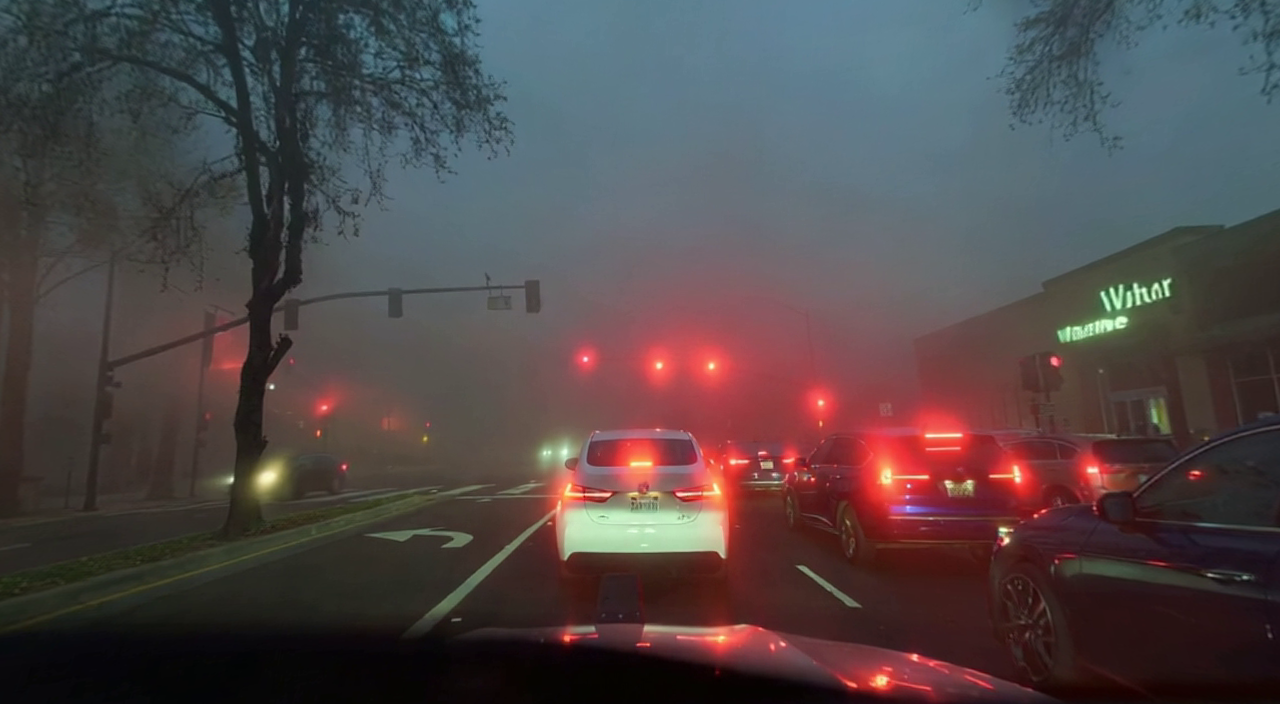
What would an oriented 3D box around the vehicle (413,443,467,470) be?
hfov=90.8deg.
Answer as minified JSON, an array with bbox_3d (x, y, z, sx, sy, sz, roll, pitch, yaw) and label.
[{"bbox_3d":[-15.086,7.891,48.049,2.395,1.903,4.860,-1,-9,1],"label":"vehicle"}]

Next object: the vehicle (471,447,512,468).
[{"bbox_3d":[-11.276,8.002,48.245,2.099,1.478,4.411,0,-9,0],"label":"vehicle"}]

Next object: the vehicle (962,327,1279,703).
[{"bbox_3d":[2.984,0.704,1.557,2.075,1.661,4.401,0,-9,1],"label":"vehicle"}]

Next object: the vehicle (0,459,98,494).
[{"bbox_3d":[-27.222,5.497,28.067,4.285,1.427,1.883,3,-9,-23],"label":"vehicle"}]

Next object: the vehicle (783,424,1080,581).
[{"bbox_3d":[3.319,1.781,8.295,1.865,1.496,4.170,0,-9,0],"label":"vehicle"}]

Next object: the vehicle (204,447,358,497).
[{"bbox_3d":[-12.833,4.233,22.741,4.265,1.604,2.269,8,-12,-44],"label":"vehicle"}]

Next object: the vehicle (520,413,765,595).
[{"bbox_3d":[0.002,1.625,7.507,2.154,1.577,3.723,0,-9,-1],"label":"vehicle"}]
